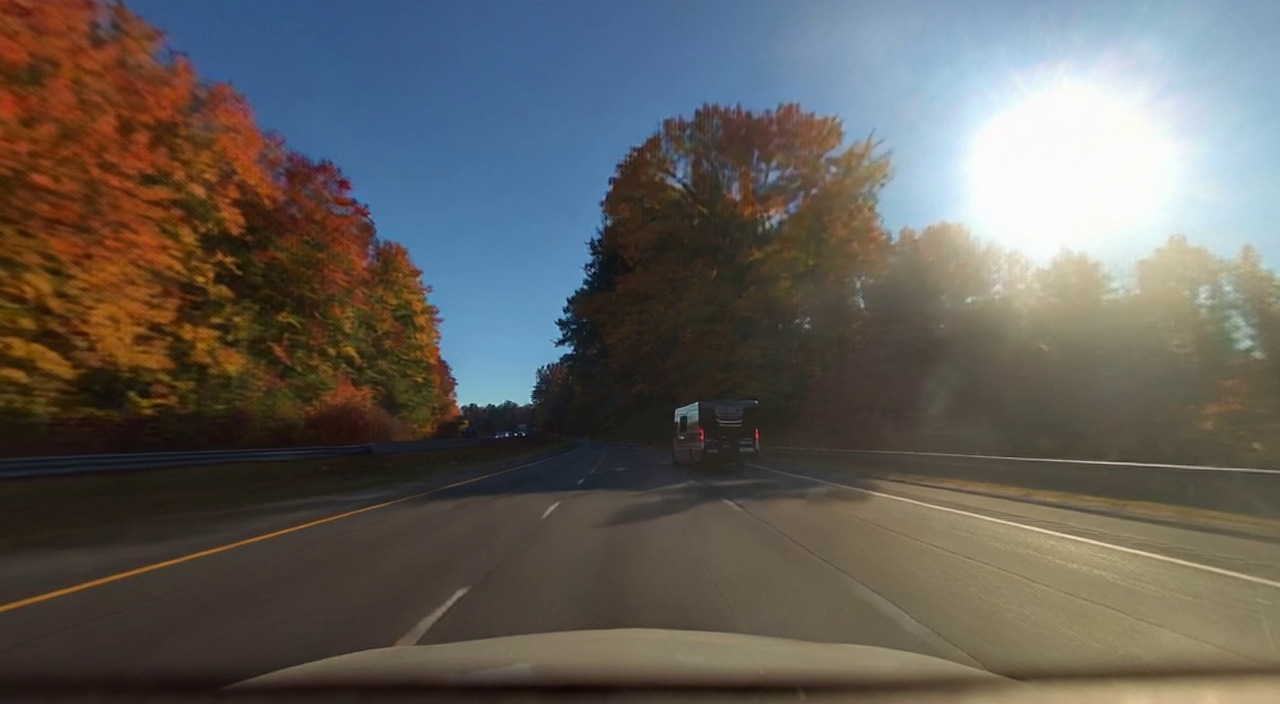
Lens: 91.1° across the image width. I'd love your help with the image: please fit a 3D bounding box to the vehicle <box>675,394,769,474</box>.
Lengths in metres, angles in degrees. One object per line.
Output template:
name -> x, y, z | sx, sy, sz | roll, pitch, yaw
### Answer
vehicle -> 3.198, 3.470, 26.598 | 2.815, 2.876, 7.101 | 0, -8, -2
